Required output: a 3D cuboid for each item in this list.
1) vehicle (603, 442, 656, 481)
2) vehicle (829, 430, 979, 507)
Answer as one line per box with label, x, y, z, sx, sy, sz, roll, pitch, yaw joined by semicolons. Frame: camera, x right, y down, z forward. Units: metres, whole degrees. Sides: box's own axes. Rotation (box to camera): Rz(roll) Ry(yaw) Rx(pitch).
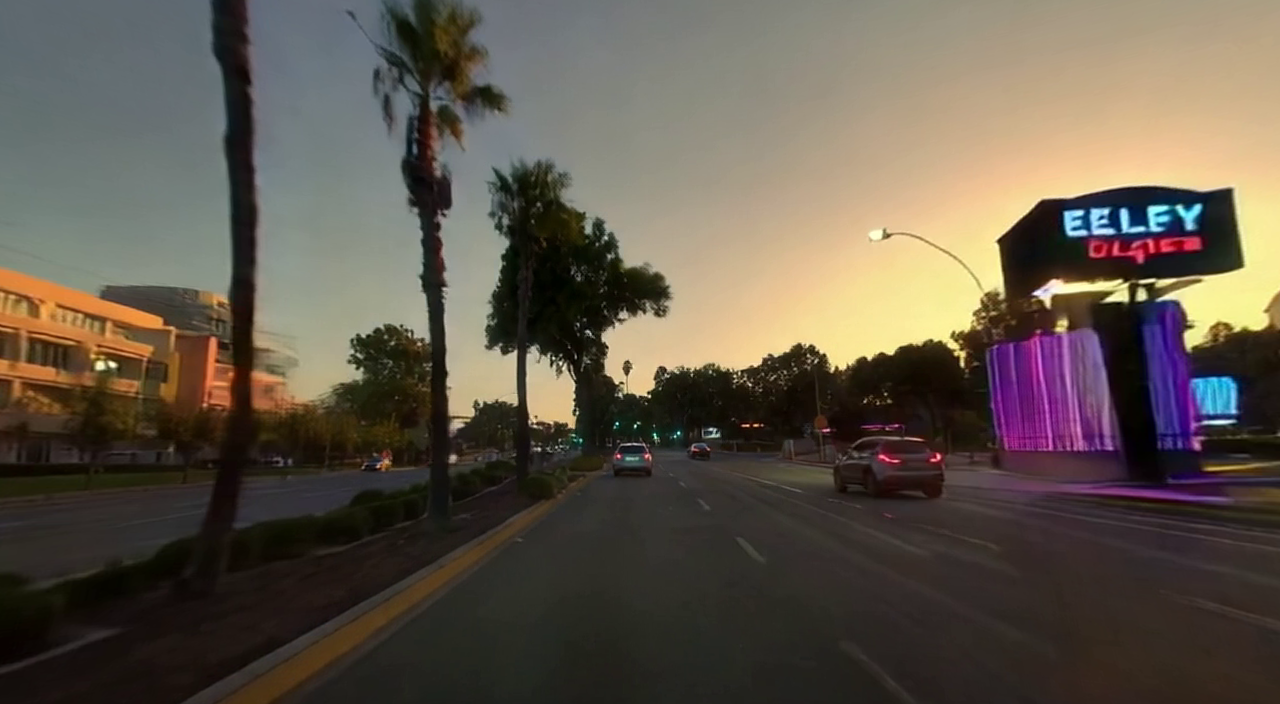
vehicle;-0.401;4.354;25.300;1.970;1.402;3.756;0;-8;-1
vehicle;6.350;2.826;15.713;1.949;1.647;3.894;0;-8;-2
